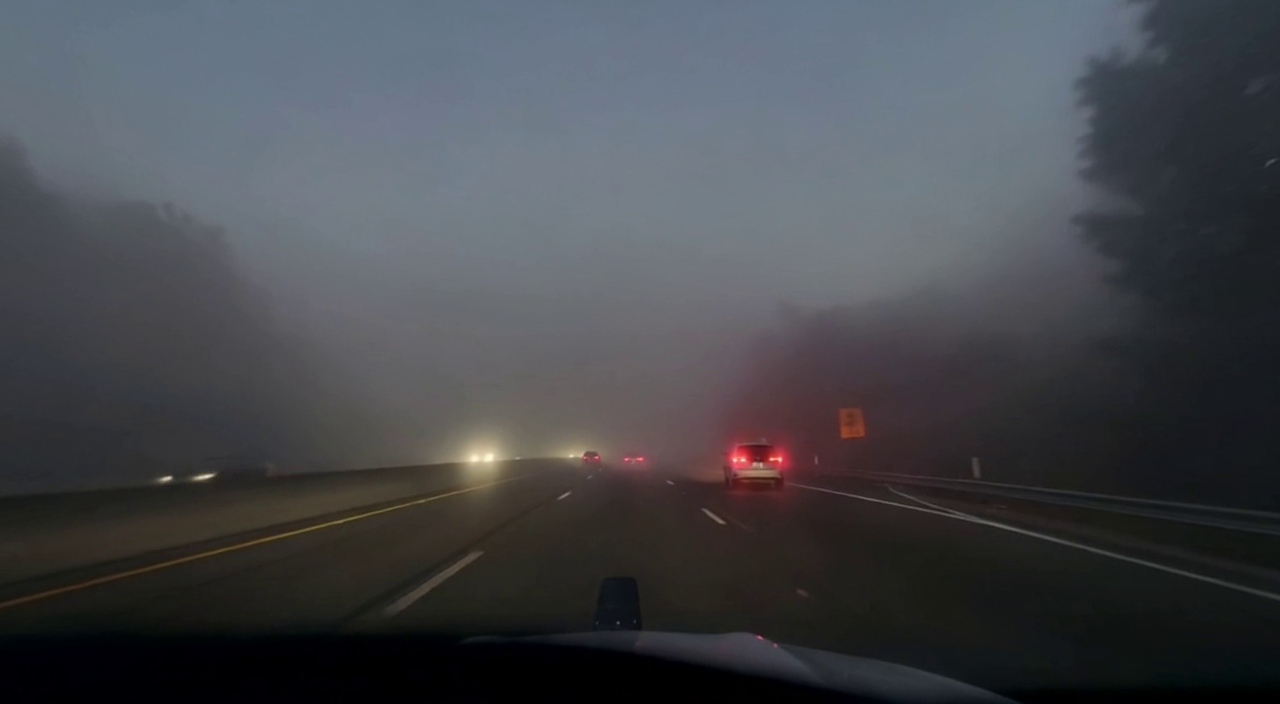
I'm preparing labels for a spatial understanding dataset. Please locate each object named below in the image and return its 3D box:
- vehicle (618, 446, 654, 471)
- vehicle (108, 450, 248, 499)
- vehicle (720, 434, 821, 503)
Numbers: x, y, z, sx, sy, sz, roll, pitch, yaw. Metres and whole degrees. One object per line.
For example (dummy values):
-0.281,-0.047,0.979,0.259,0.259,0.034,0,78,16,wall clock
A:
-0.235,7.157,42.213,1.969,1.595,3.964,-2,-9,6,vehicle
-17.475,4.618,24.064,1.989,1.664,4.719,0,-9,-3,vehicle
3.501,3.220,17.717,2.143,1.667,4.221,-1,-9,3,vehicle
